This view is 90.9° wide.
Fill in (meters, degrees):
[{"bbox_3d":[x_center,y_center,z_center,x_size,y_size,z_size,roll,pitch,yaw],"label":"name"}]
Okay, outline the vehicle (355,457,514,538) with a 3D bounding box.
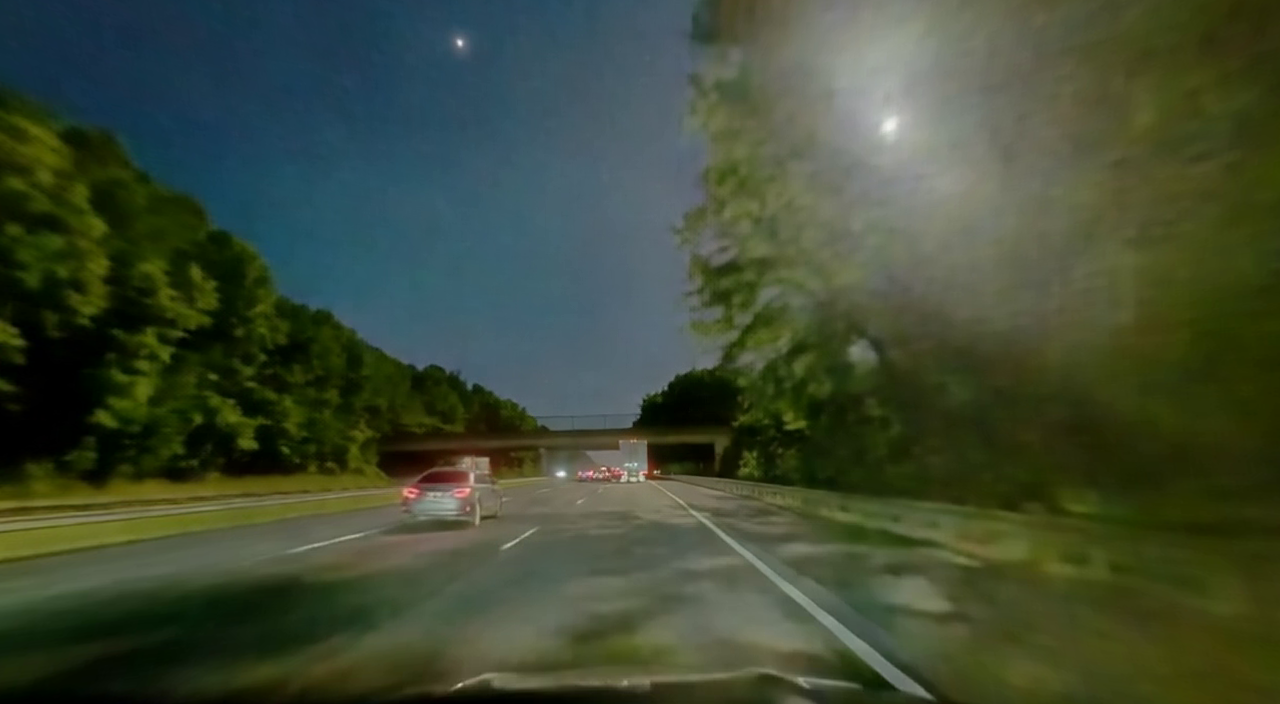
[{"bbox_3d":[-4.333,3.182,14.262,1.950,1.460,4.812,1,-11,0],"label":"vehicle"}]
